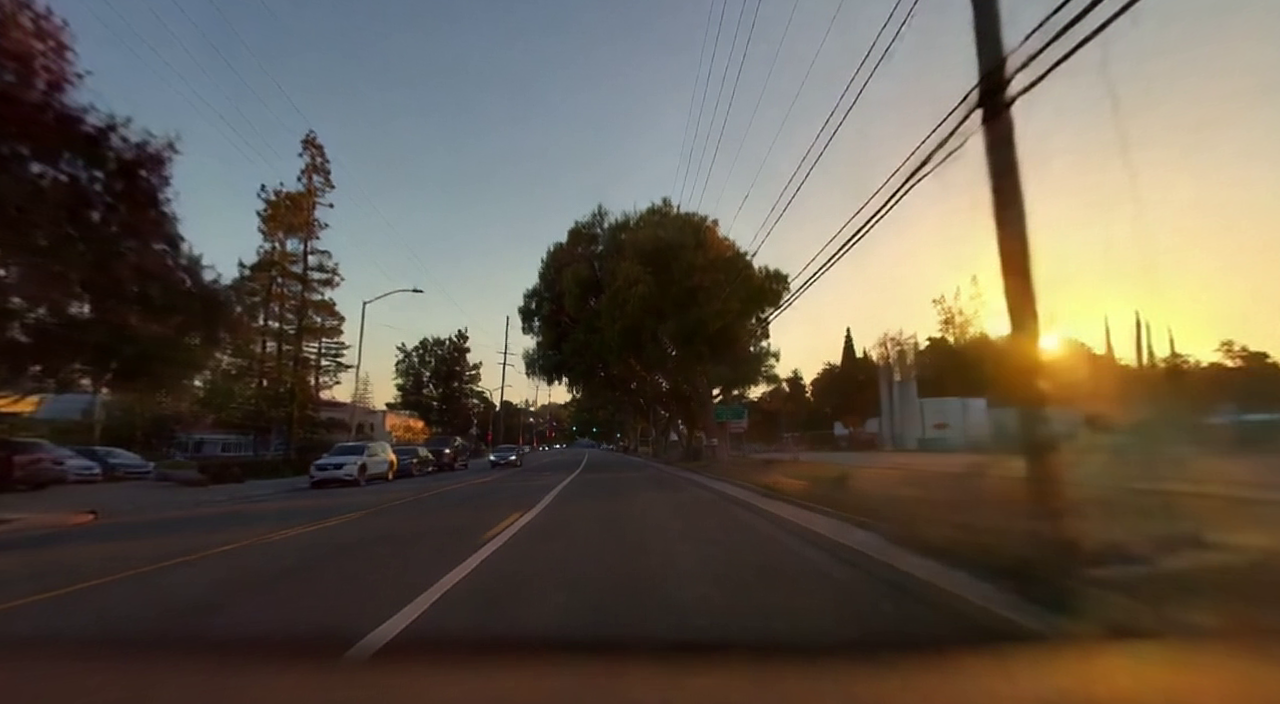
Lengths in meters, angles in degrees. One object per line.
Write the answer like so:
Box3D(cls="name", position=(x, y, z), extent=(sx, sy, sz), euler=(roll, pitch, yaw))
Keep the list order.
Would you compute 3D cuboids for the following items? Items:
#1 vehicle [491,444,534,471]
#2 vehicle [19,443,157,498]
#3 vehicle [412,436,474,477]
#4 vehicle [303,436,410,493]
Box3D(cls="vehicle", position=(-7.677, 6.395, 38.384), extent=(1.849, 1.512, 4.302), euler=(0, -9, -2))
Box3D(cls="vehicle", position=(-17.924, 3.869, 20.812), extent=(1.985, 1.455, 4.636), euler=(0, -10, -23))
Box3D(cls="vehicle", position=(-11.182, 5.992, 36.298), extent=(2.210, 2.025, 5.665), euler=(-2, -9, -5))
Box3D(cls="vehicle", position=(-10.427, 4.149, 23.734), extent=(2.016, 1.872, 5.297), euler=(1, -9, -6))
